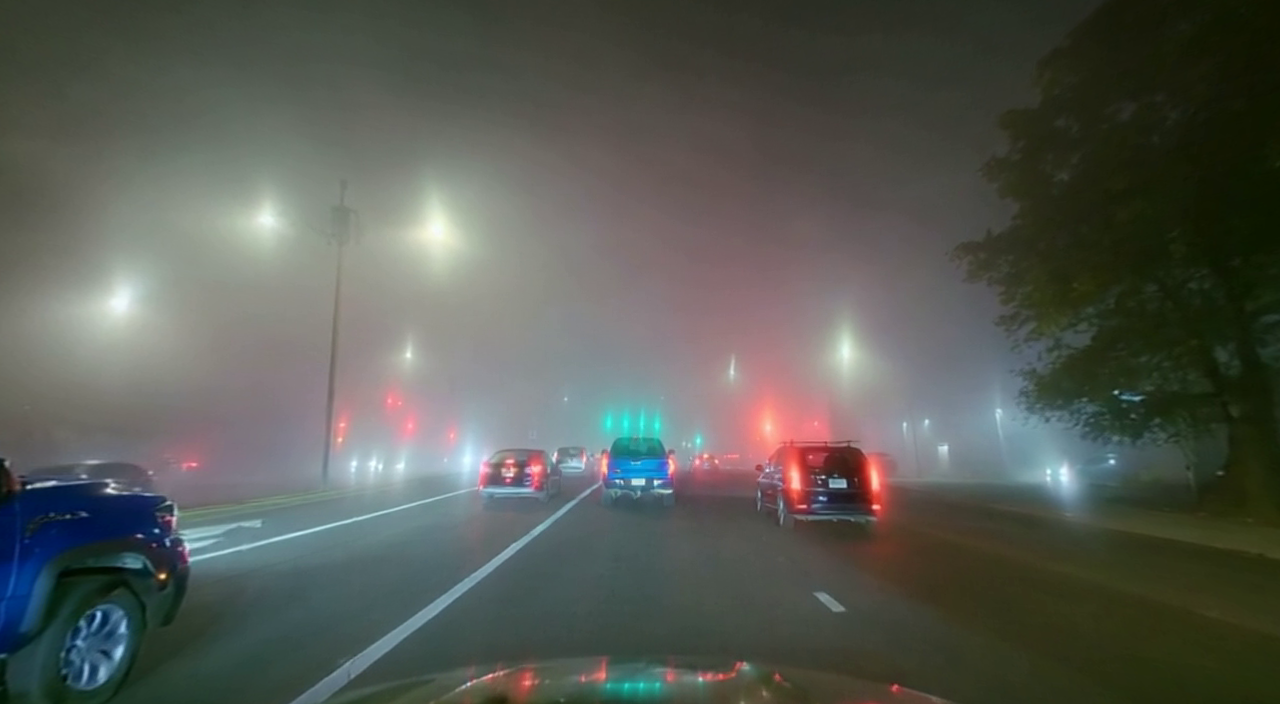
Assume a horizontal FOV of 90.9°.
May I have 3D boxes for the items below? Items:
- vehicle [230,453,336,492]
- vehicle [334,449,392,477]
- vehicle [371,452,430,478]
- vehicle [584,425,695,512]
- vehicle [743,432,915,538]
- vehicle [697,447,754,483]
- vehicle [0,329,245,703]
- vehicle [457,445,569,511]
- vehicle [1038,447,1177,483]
[{"bbox_3d":[-15.273,5.136,27.289,1.924,1.450,4.524,0,-8,0],"label":"vehicle"},{"bbox_3d":[-19.139,7.666,43.784,1.982,1.728,4.696,0,-8,-1],"label":"vehicle"},{"bbox_3d":[-15.248,7.202,40.392,1.932,1.449,4.545,0,-8,1],"label":"vehicle"},{"bbox_3d":[-0.017,2.986,16.718,2.493,1.934,4.957,0,-8,0],"label":"vehicle"},{"bbox_3d":[3.296,2.387,11.964,1.955,1.628,4.152,0,-8,0],"label":"vehicle"},{"bbox_3d":[3.845,5.175,29.115,1.968,1.472,4.456,0,-8,0],"label":"vehicle"},{"bbox_3d":[-3.502,0.668,1.547,1.994,1.759,4.709,0,-8,0],"label":"vehicle"},{"bbox_3d":[-3.152,3.203,16.638,1.986,1.465,4.509,0,-8,1],"label":"vehicle"},{"bbox_3d":[22.252,5.361,30.301,2.003,1.515,4.939,3,-9,-21],"label":"vehicle"}]
